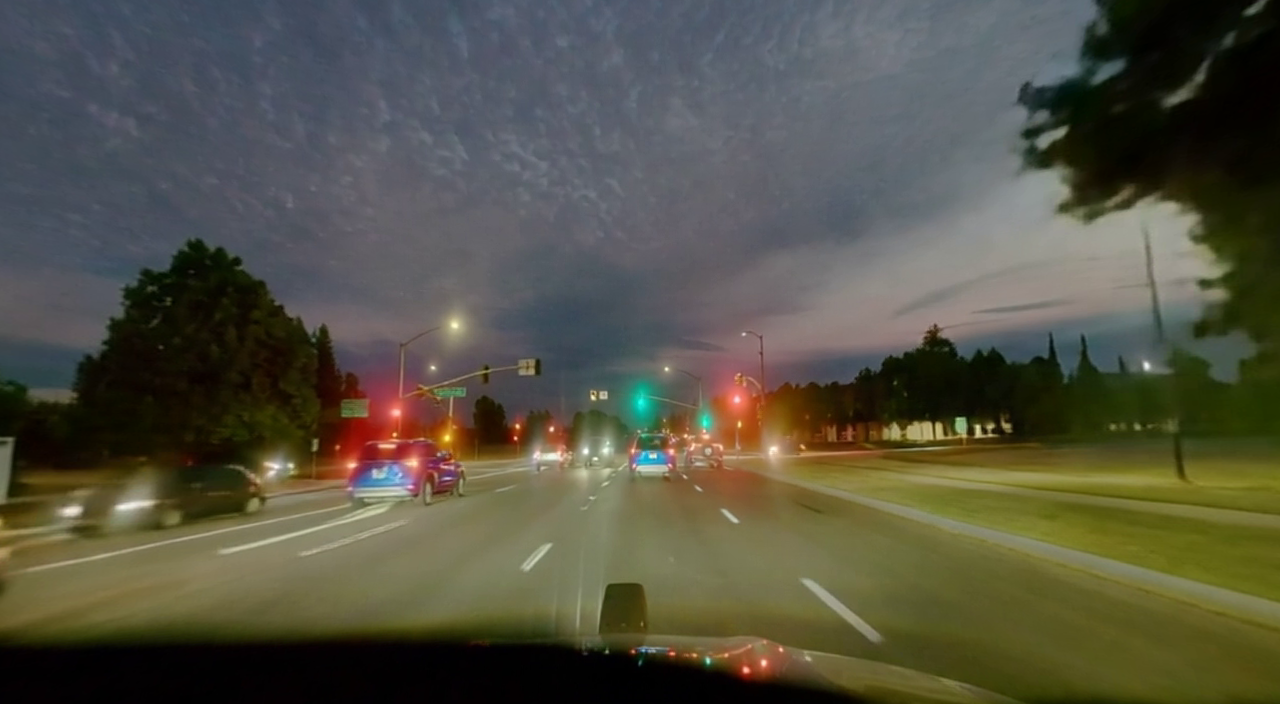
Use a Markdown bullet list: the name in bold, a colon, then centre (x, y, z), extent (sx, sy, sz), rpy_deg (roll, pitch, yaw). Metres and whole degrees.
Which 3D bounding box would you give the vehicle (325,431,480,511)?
- **vehicle**: centre (-5.614, 2.863, 15.641), extent (2.052, 1.664, 4.476), rpy_deg (0, -9, 1)

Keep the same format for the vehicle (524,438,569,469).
- **vehicle**: centre (-5.498, 6.052, 37.619), extent (2.108, 1.689, 4.316), rpy_deg (0, -9, -2)

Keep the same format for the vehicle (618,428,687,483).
- **vehicle**: centre (0.422, 3.704, 22.749), extent (2.235, 1.778, 4.178), rpy_deg (0, -9, 1)

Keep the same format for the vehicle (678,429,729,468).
- **vehicle**: centre (3.539, 5.569, 36.404), extent (2.338, 2.063, 5.672), rpy_deg (0, -9, 0)

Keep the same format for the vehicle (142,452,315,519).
- **vehicle**: centre (-11.717, 3.779, 18.454), extent (1.924, 1.533, 4.714), rpy_deg (-5, -9, 1)

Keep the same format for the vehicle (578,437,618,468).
- **vehicle**: centre (-2.421, 5.935, 37.287), extent (2.058, 1.659, 4.514), rpy_deg (0, -9, 0)
